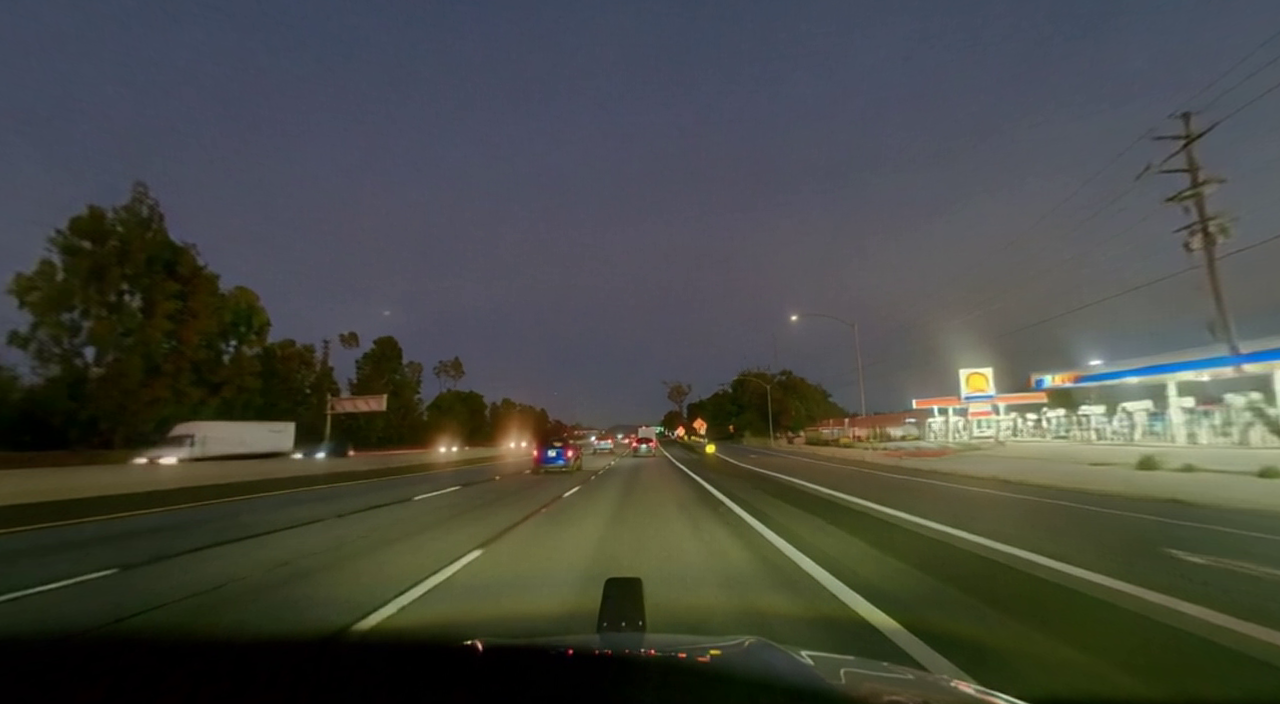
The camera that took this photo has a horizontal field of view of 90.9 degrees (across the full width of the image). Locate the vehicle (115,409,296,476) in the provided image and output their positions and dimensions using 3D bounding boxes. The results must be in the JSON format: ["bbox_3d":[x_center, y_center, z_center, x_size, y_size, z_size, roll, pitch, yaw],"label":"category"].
[{"bbox_3d":[-27.274,5.855,40.836,3.043,3.655,12.198,0,-8,0],"label":"vehicle"}]

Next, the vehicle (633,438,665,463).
[{"bbox_3d":[0.560,6.394,40.962,1.982,1.524,3.800,0,-8,-1],"label":"vehicle"}]

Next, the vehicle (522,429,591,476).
[{"bbox_3d":[-3.560,4.403,27.824,2.273,1.884,4.515,0,-8,2],"label":"vehicle"}]

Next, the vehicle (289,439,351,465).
[{"bbox_3d":[-22.882,7.174,45.270,2.108,1.758,4.475,0,-8,0],"label":"vehicle"}]
